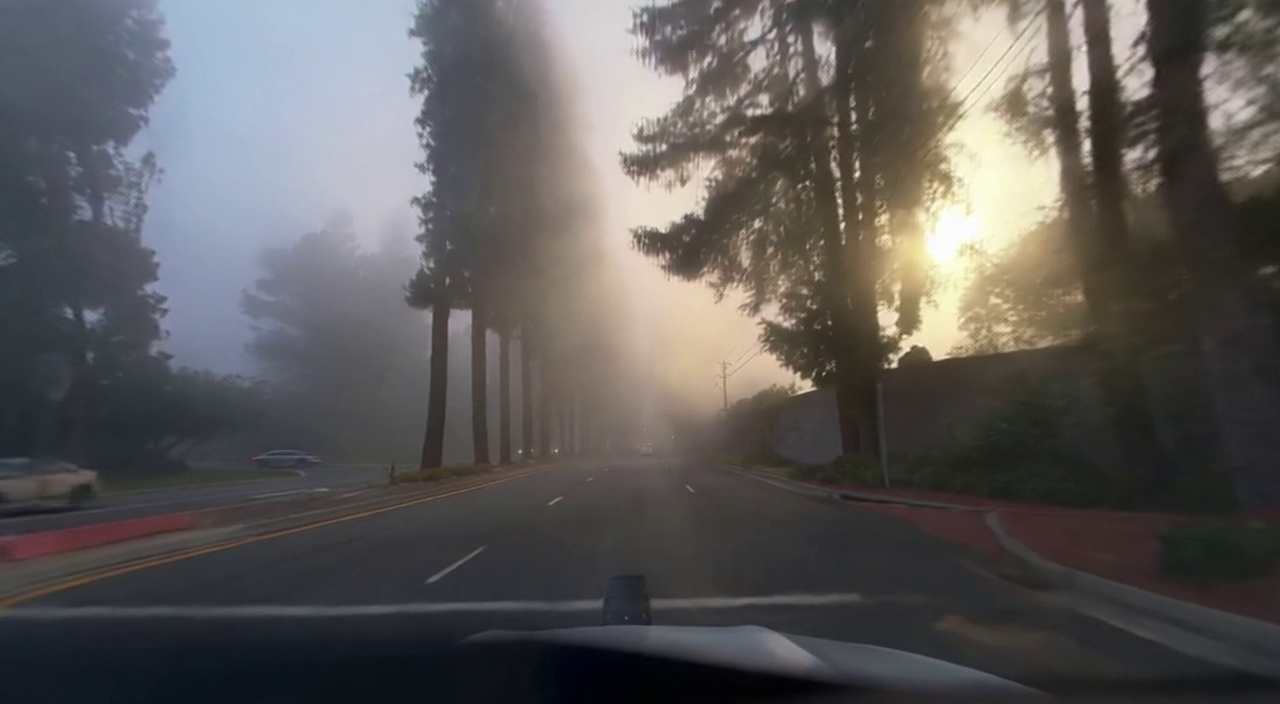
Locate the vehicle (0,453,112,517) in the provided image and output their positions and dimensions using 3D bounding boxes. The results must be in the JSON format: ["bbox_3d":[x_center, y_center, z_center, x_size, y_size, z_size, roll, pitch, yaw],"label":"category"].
[{"bbox_3d":[-16.774,3.482,16.761,1.926,1.513,4.132,0,-8,-2],"label":"vehicle"}]

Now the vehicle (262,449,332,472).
[{"bbox_3d":[-25.781,8.154,47.465,4.188,1.536,1.845,0,-8,-3],"label":"vehicle"}]
